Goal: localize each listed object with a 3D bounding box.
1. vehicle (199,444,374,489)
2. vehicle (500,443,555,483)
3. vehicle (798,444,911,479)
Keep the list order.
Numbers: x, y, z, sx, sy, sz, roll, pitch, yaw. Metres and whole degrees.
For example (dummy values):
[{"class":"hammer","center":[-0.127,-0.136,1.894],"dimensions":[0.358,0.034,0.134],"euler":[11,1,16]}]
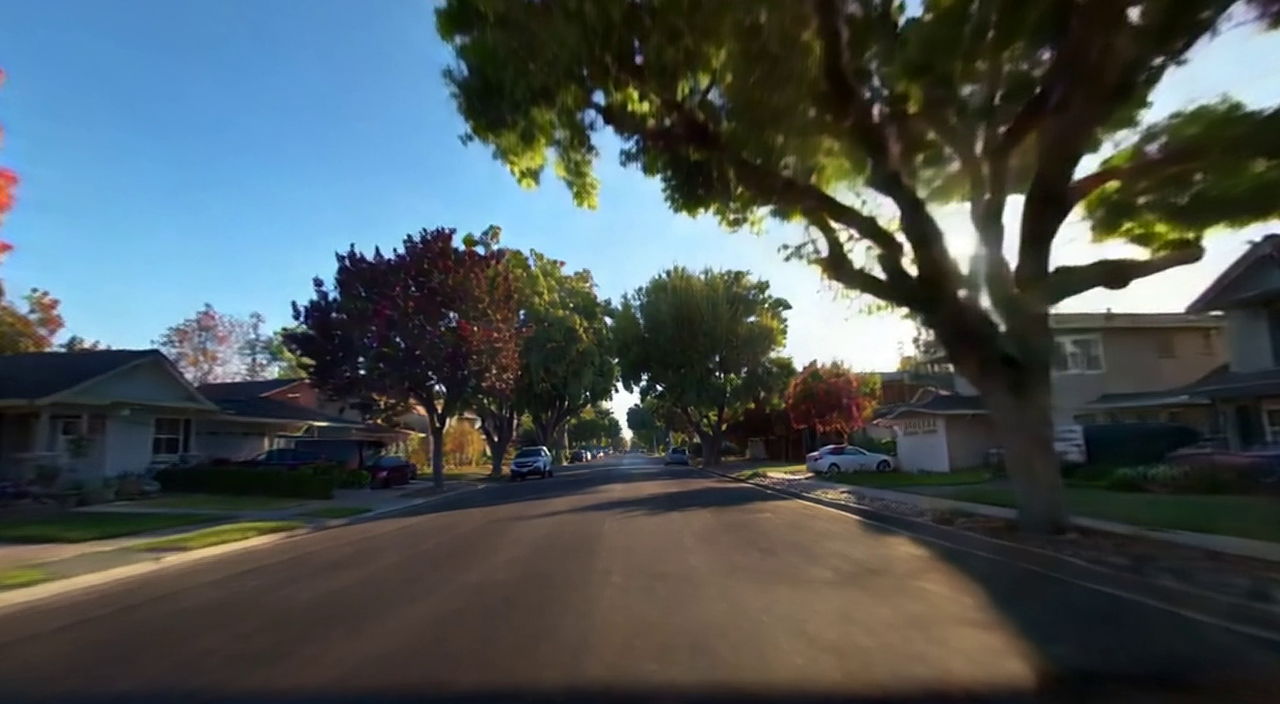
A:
[{"class":"vehicle","center":[-12.523,4.076,22.663],"dimensions":[5.040,1.541,2.042],"euler":[0,-9,0]},{"class":"vehicle","center":[-5.968,5.933,34.243],"dimensions":[2.341,1.942,5.044],"euler":[0,-9,-3]},{"class":"vehicle","center":[9.941,5.084,29.507],"dimensions":[4.497,1.564,1.948],"euler":[0,-9,-2]}]
